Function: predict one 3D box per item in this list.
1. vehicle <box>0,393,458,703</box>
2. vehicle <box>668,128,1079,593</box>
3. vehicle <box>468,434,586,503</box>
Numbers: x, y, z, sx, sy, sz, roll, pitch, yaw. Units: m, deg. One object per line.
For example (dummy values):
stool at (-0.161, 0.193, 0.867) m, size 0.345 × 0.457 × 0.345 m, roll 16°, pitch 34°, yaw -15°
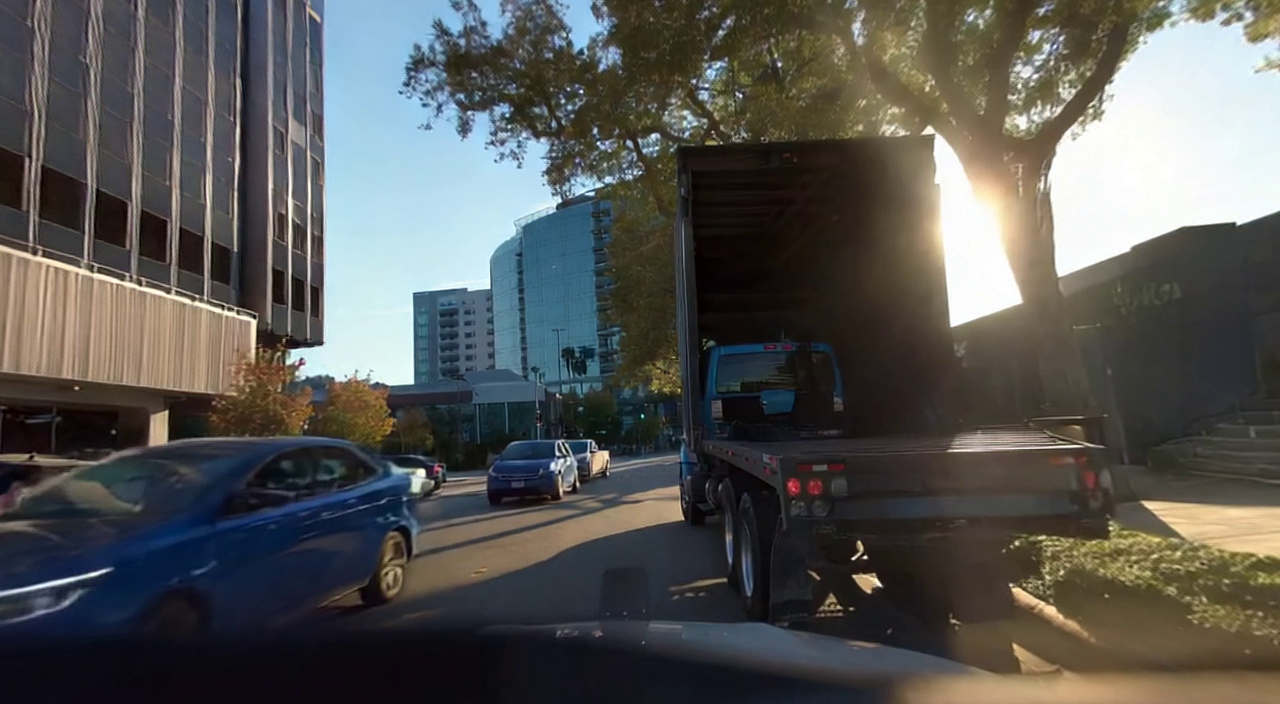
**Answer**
vehicle at (-3.161, 1.250, 4.493) m, size 2.183 × 1.563 × 4.257 m, roll -1°, pitch -8°, yaw 4°
vehicle at (2.506, 0.821, 11.265) m, size 3.320 × 4.034 × 11.553 m, roll -1°, pitch -8°, yaw 6°
vehicle at (-2.935, 3.158, 17.590) m, size 2.311 × 1.631 × 4.510 m, roll 0°, pitch -8°, yaw 2°
